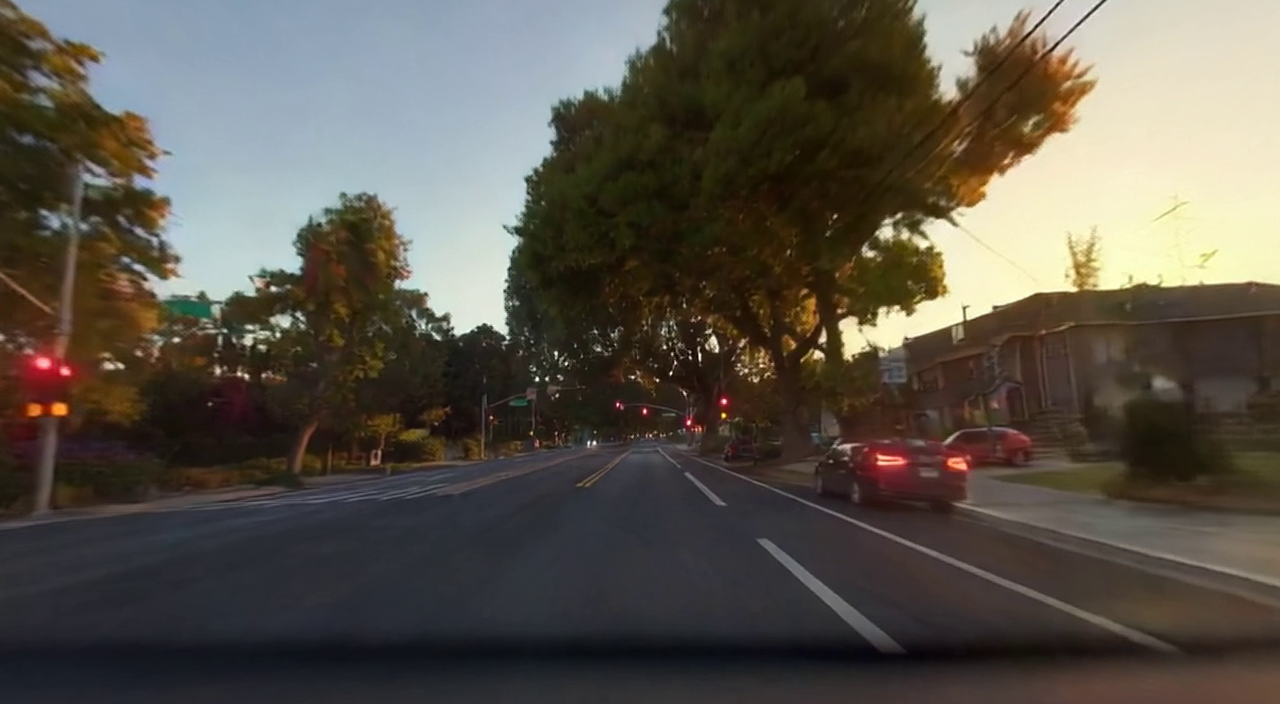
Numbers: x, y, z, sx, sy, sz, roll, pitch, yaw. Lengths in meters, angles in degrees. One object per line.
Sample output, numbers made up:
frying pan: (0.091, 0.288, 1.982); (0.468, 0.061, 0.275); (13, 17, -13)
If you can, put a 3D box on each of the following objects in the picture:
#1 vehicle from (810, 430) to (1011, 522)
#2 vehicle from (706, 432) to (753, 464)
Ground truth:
vehicle: (5.094, 2.387, 12.856); (2.032, 1.478, 5.040); (0, -8, 2)
vehicle: (5.263, 5.700, 37.572); (2.069, 1.743, 4.595); (0, -8, 0)
